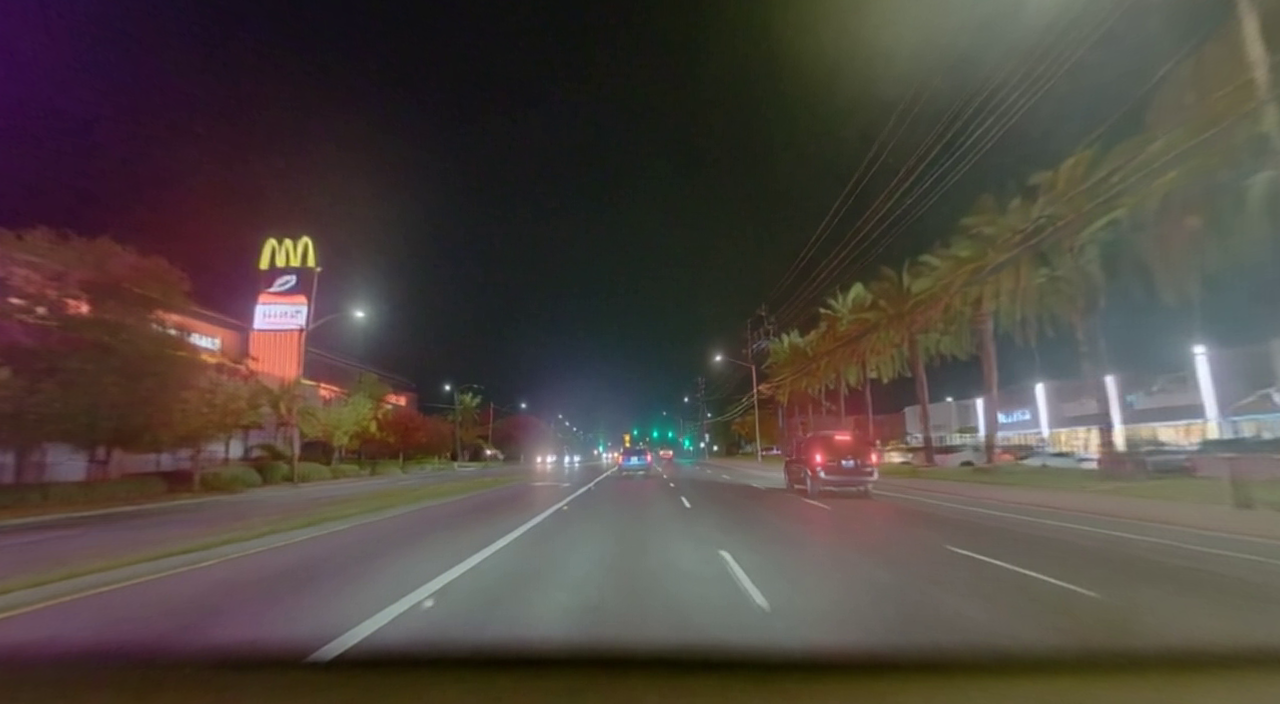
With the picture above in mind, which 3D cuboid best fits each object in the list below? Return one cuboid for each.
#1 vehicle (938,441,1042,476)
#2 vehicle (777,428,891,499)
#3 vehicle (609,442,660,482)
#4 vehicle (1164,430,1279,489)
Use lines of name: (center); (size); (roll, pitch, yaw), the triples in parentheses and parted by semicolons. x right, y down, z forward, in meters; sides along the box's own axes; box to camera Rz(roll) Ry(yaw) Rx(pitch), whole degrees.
vehicle: (17.718, 5.398, 32.026); (4.008, 1.432, 1.913); (-4, -9, 0)
vehicle: (5.868, 3.427, 19.691); (2.107, 1.928, 4.471); (0, -9, 0)
vehicle: (-0.242, 4.957, 28.673); (2.138, 1.672, 4.168); (0, -9, 0)
vehicle: (18.115, 3.060, 18.091); (4.075, 1.575, 2.171); (-1, -9, 1)
